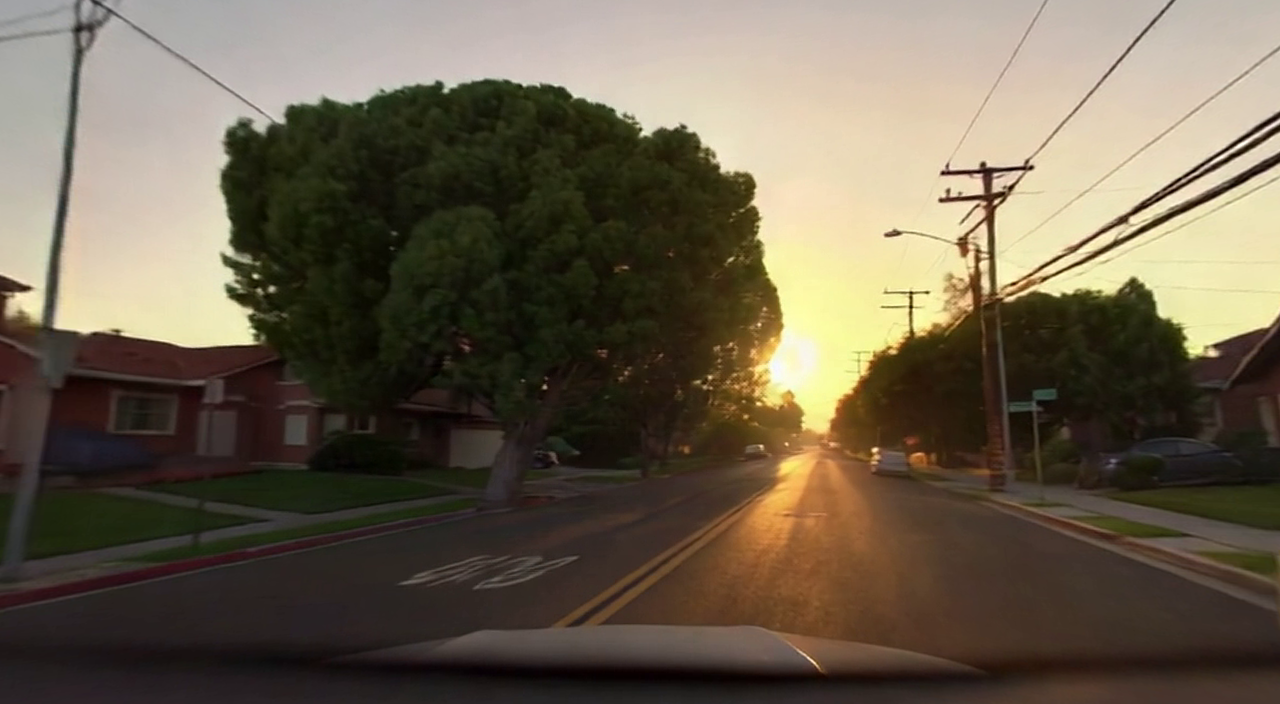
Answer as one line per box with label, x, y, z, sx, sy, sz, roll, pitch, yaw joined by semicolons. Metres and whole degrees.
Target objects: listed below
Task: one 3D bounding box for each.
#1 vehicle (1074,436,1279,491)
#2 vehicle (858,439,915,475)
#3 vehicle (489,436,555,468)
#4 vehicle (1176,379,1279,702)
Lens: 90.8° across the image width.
vehicle;15.980;3.268;18.727;4.625;1.501;2.011;-3;-9;16
vehicle;13.685;5.817;35.403;2.114;1.858;5.144;-2;-9;12
vehicle;-7.157;6.176;38.985;2.034;1.829;5.161;-3;-10;14
vehicle;4.064;0.793;1.795;2.067;1.747;4.522;-3;-9;16
